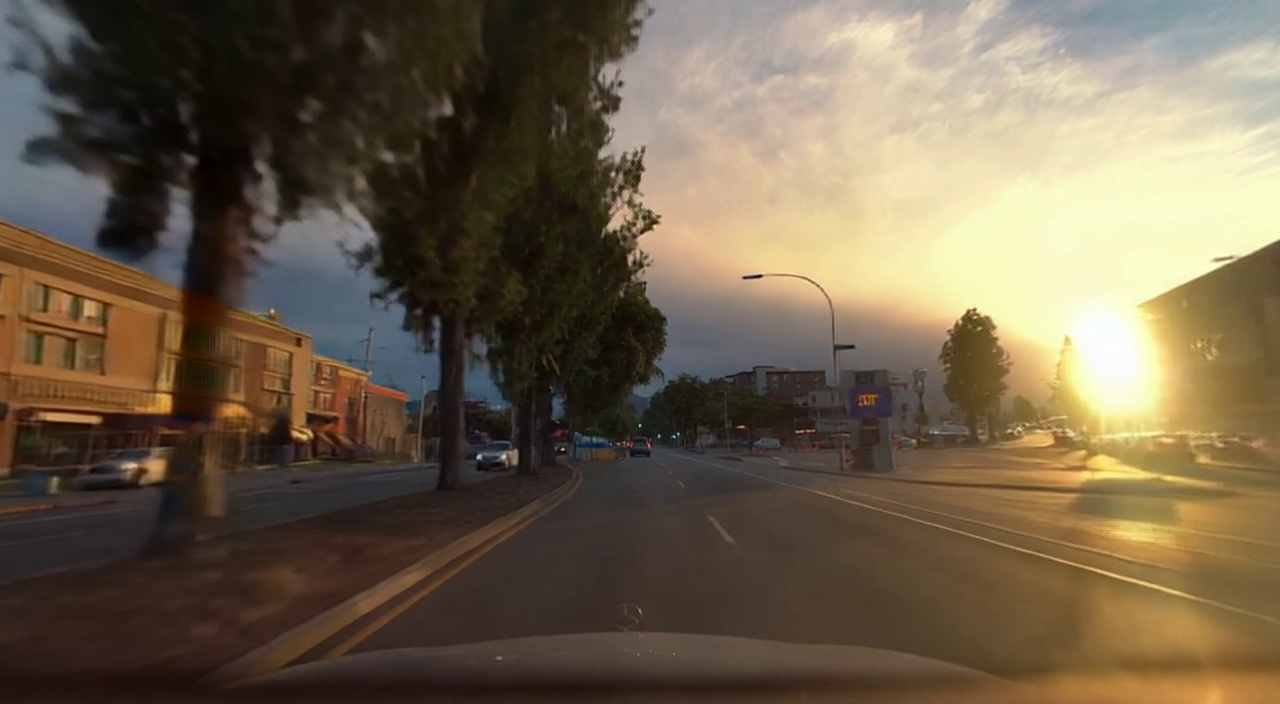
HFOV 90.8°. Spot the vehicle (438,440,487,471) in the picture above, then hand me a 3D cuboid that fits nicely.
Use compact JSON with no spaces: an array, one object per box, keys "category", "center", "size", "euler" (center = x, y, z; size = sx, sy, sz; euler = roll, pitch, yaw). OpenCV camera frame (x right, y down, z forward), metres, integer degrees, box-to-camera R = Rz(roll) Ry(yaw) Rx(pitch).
[{"category":"vehicle","center":[-10.621,6.216,38.059],"size":[1.857,1.744,3.886],"euler":[0,-8,-1]}]

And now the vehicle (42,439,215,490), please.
[{"category":"vehicle","center":[-22.976,5.051,28.812],"size":[5.745,1.920,2.281],"euler":[3,-9,-29]}]

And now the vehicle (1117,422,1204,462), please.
[{"category":"vehicle","center":[31.256,5.450,38.189],"size":[2.541,2.248,5.629],"euler":[-4,-9,24]}]

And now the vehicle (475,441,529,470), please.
[{"category":"vehicle","center":[-7.517,5.656,34.765],"size":[1.999,1.478,4.441],"euler":[0,-8,0]}]

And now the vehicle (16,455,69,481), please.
[{"category":"vehicle","center":[-37.364,7.193,39.477],"size":[3.953,1.457,1.920],"euler":[-8,-11,41]}]
